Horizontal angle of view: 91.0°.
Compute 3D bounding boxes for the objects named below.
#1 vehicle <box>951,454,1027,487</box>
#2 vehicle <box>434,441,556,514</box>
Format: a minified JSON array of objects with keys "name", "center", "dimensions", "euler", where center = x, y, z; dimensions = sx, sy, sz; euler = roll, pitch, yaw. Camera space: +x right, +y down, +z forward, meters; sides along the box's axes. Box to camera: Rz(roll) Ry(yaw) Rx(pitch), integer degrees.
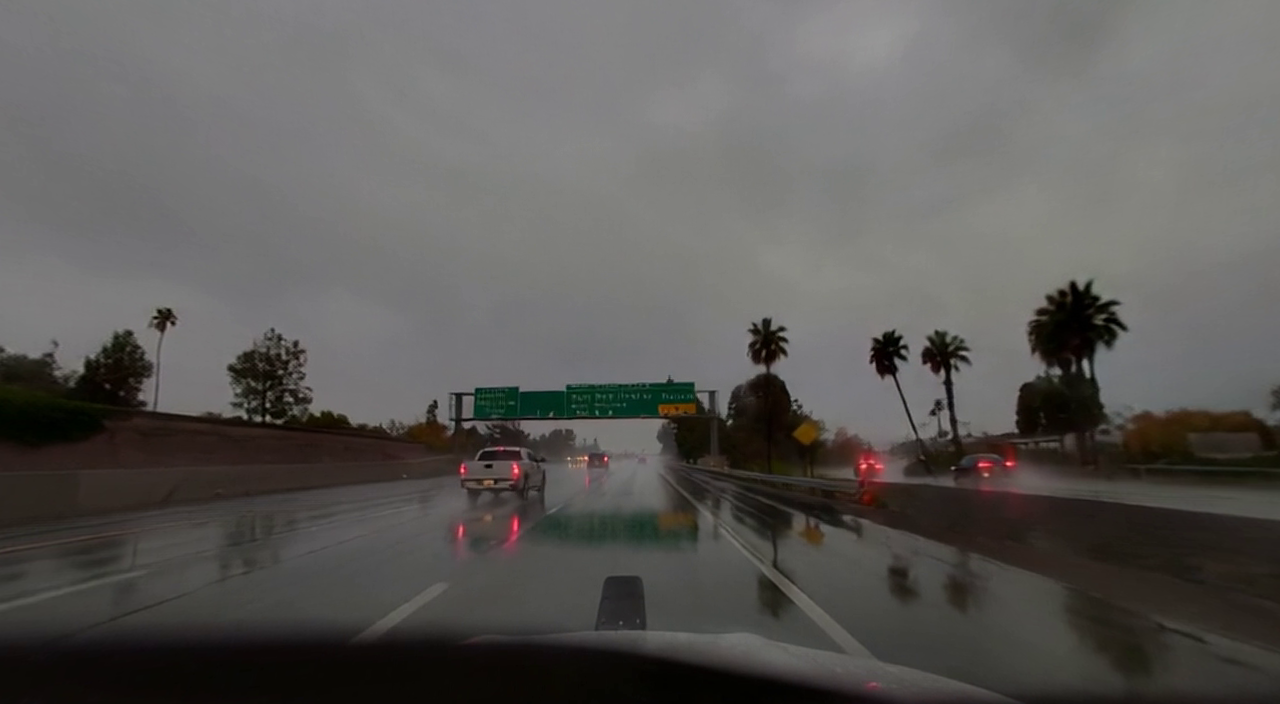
[{"name":"vehicle","center":[21.182,7.194,38.514],"dimensions":[2.033,1.794,5.116],"euler":[-1,-9,5]},{"name":"vehicle","center":[-3.825,3.406,17.654],"dimensions":[2.162,1.747,4.791],"euler":[0,-9,1]}]
